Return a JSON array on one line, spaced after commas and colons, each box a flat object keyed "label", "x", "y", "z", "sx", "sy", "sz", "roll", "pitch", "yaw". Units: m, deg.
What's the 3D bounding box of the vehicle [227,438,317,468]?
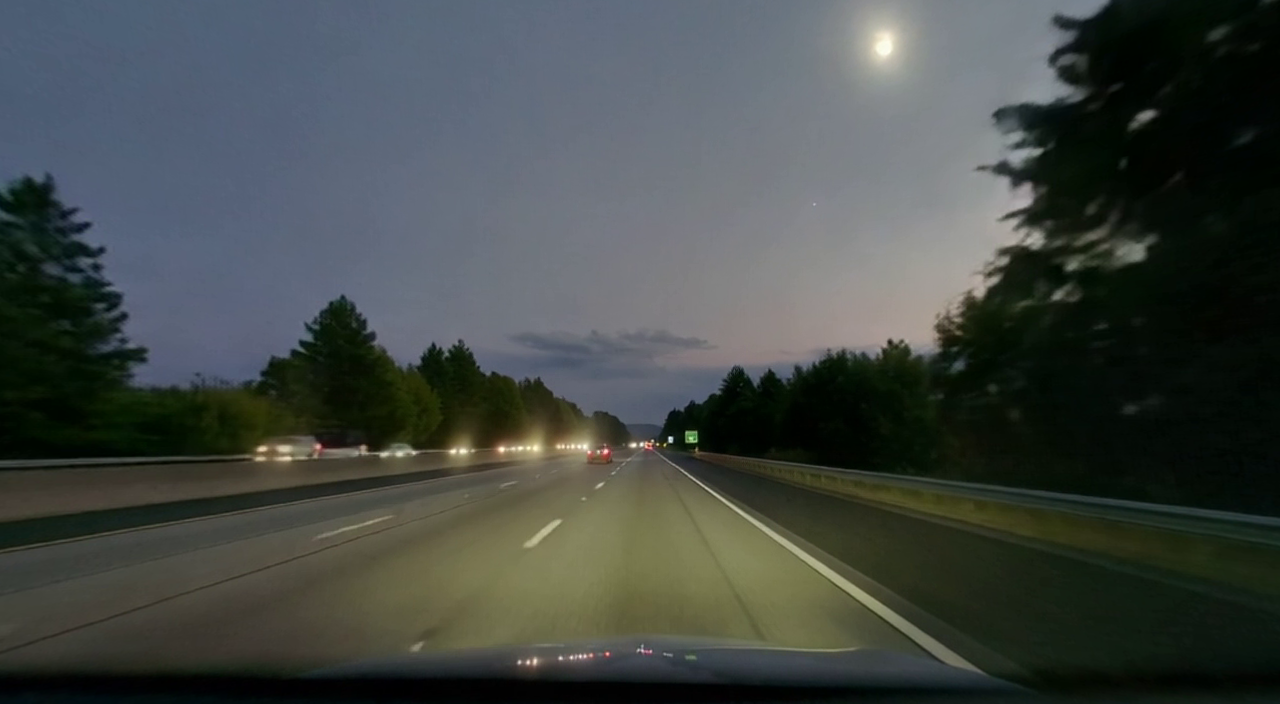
[{"label": "vehicle", "x": -25.336, "y": 6.956, "z": 43.770, "sx": 2.367, "sy": 1.952, "sz": 6.285, "roll": 0, "pitch": -8, "yaw": 1}]
